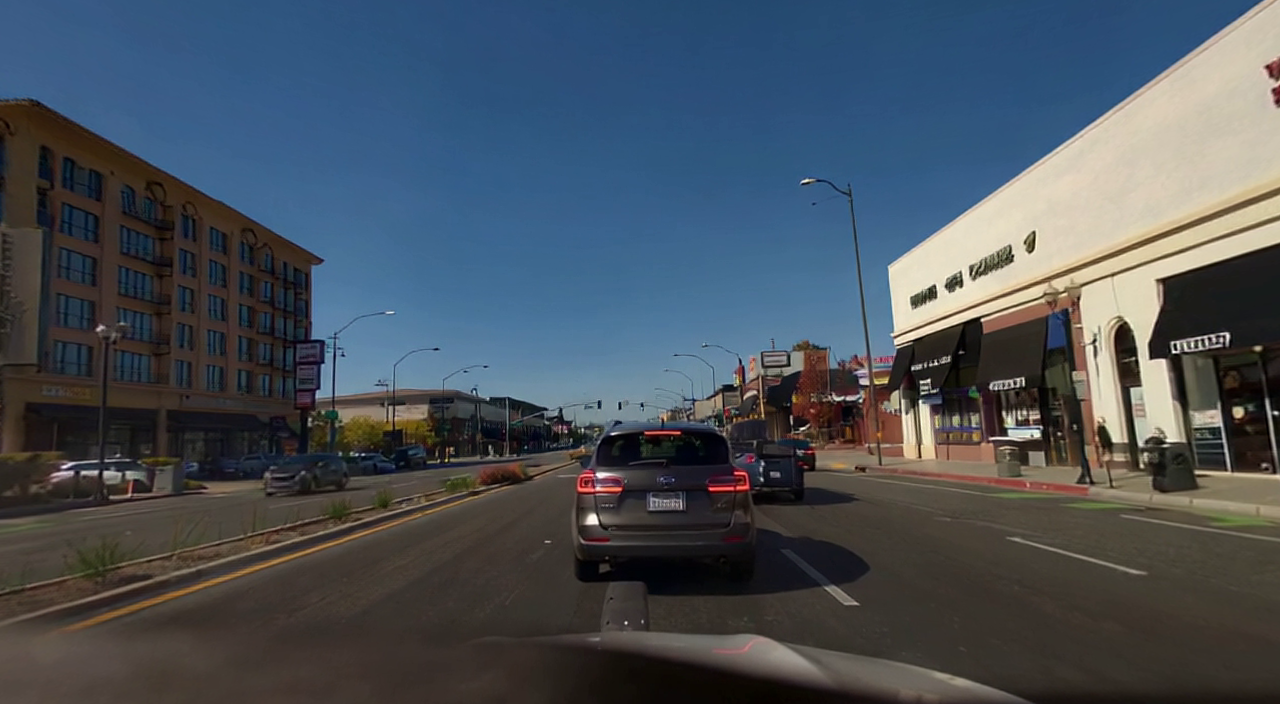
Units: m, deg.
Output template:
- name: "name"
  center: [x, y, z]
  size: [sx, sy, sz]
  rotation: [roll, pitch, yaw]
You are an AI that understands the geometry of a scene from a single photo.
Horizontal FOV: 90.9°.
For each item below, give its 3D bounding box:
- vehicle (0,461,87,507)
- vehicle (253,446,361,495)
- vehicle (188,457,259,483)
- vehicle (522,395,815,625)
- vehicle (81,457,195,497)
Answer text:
- name: "vehicle"
  center: [-25.474, 5.250, 25.162]
  size: [4.608, 1.659, 1.981]
  rotation: [1, -8, -7]
- name: "vehicle"
  center: [-12.752, 4.515, 24.489]
  size: [1.965, 1.695, 4.284]
  rotation: [0, -8, -2]
- name: "vehicle"
  center: [-27.889, 7.887, 42.378]
  size: [1.861, 1.578, 4.152]
  rotation: [0, -8, 1]
- name: "vehicle"
  center: [0.208, 1.436, 6.612]
  size: [2.125, 1.669, 3.880]
  rotation: [0, -8, 0]
- name: "vehicle"
  center: [-25.881, 6.412, 32.773]
  size: [2.026, 1.808, 4.835]
  rotation: [0, -8, -2]
